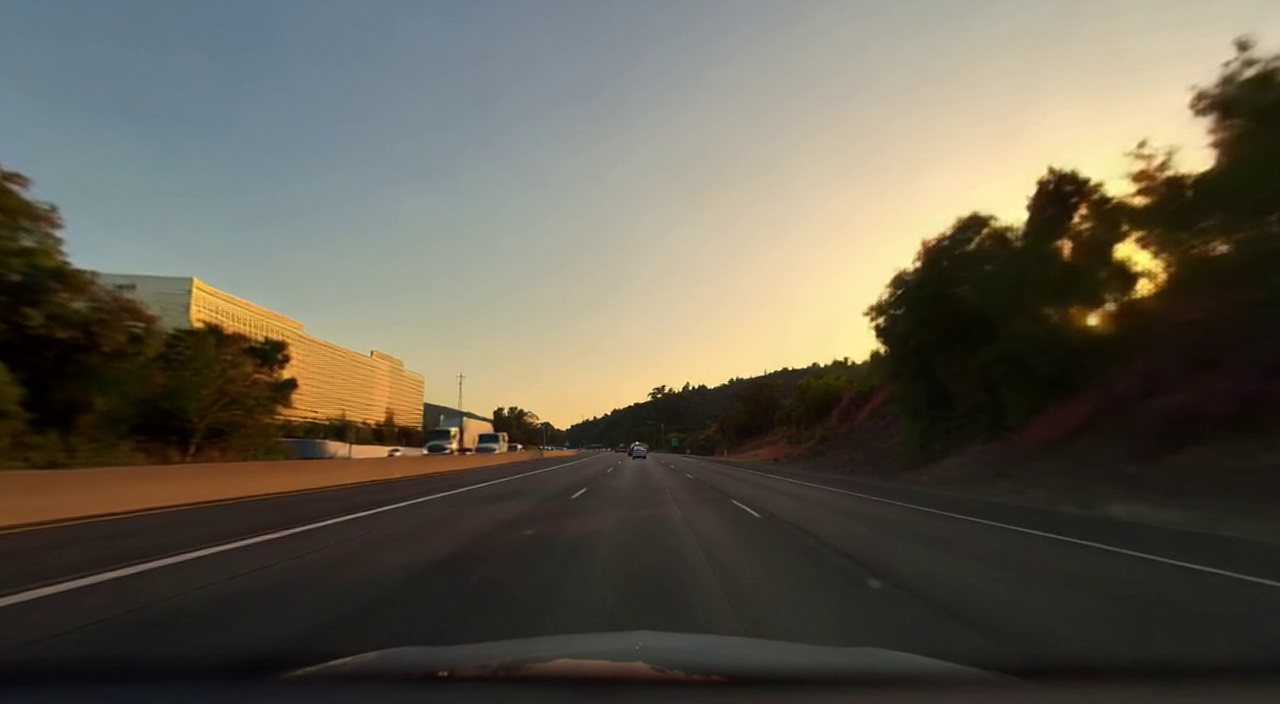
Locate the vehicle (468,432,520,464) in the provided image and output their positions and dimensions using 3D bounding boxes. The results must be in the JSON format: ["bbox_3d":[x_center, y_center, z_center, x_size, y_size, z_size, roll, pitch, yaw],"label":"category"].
[{"bbox_3d":[-11.290,7.516,49.252,2.400,2.294,6.797,0,-9,0],"label":"vehicle"}]
